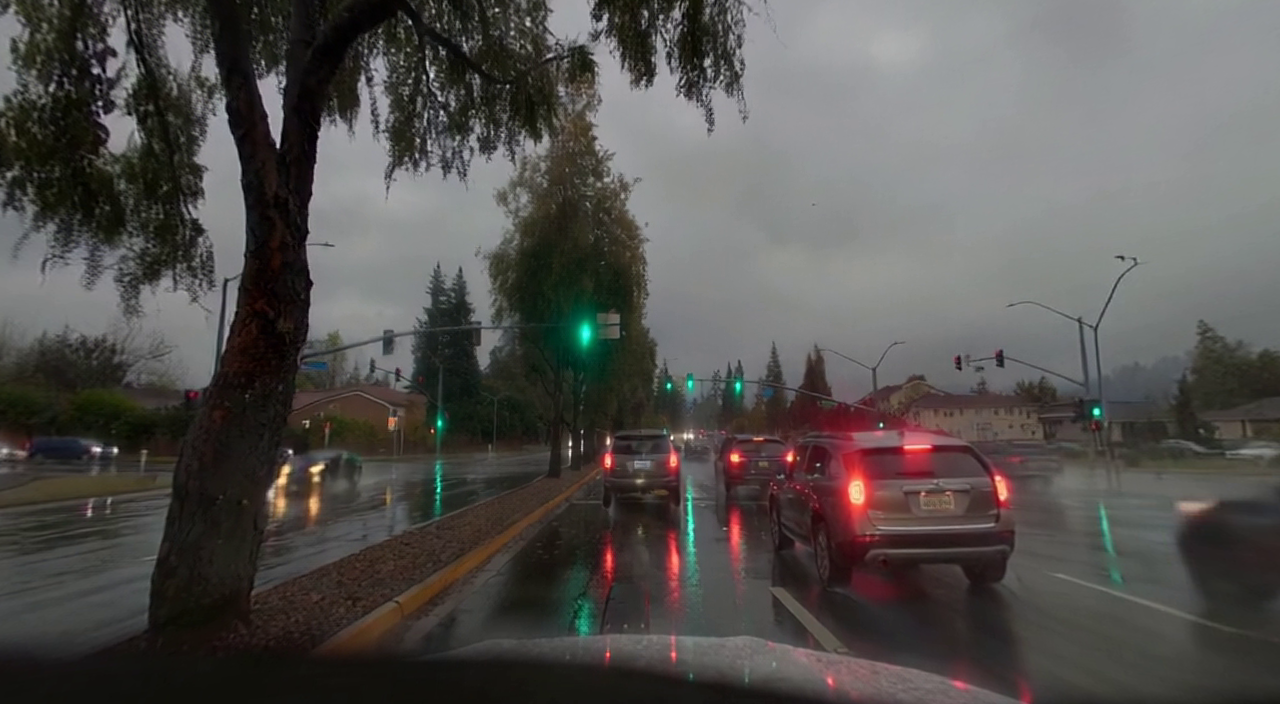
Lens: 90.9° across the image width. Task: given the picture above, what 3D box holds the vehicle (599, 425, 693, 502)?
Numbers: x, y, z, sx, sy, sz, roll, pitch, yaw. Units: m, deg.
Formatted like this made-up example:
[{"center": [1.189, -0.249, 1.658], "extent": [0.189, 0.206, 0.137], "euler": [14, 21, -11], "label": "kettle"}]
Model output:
[{"center": [0.077, 2.798, 16.205], "extent": [2.099, 1.705, 4.020], "euler": [0, -8, -1], "label": "vehicle"}]

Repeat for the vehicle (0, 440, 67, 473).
[{"center": [-35.041, 5.778, 34.939], "extent": [4.465, 1.693, 1.959], "euler": [2, -9, -1], "label": "vehicle"}]

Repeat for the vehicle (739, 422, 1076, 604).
[{"center": [2.560, 1.661, 7.479], "extent": [2.009, 1.480, 4.423], "euler": [0, -8, -1], "label": "vehicle"}]

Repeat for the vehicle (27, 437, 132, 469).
[{"center": [-36.843, 6.631, 41.536], "extent": [4.771, 1.778, 2.032], "euler": [3, -8, -3], "label": "vehicle"}]

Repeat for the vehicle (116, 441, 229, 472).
[{"center": [-26.341, 5.886, 35.636], "extent": [4.724, 1.630, 1.968], "euler": [0, -8, -3], "label": "vehicle"}]

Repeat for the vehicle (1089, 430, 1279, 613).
[{"center": [6.250, 1.353, 4.935], "extent": [2.043, 1.479, 4.661], "euler": [0, -8, 0], "label": "vehicle"}]
